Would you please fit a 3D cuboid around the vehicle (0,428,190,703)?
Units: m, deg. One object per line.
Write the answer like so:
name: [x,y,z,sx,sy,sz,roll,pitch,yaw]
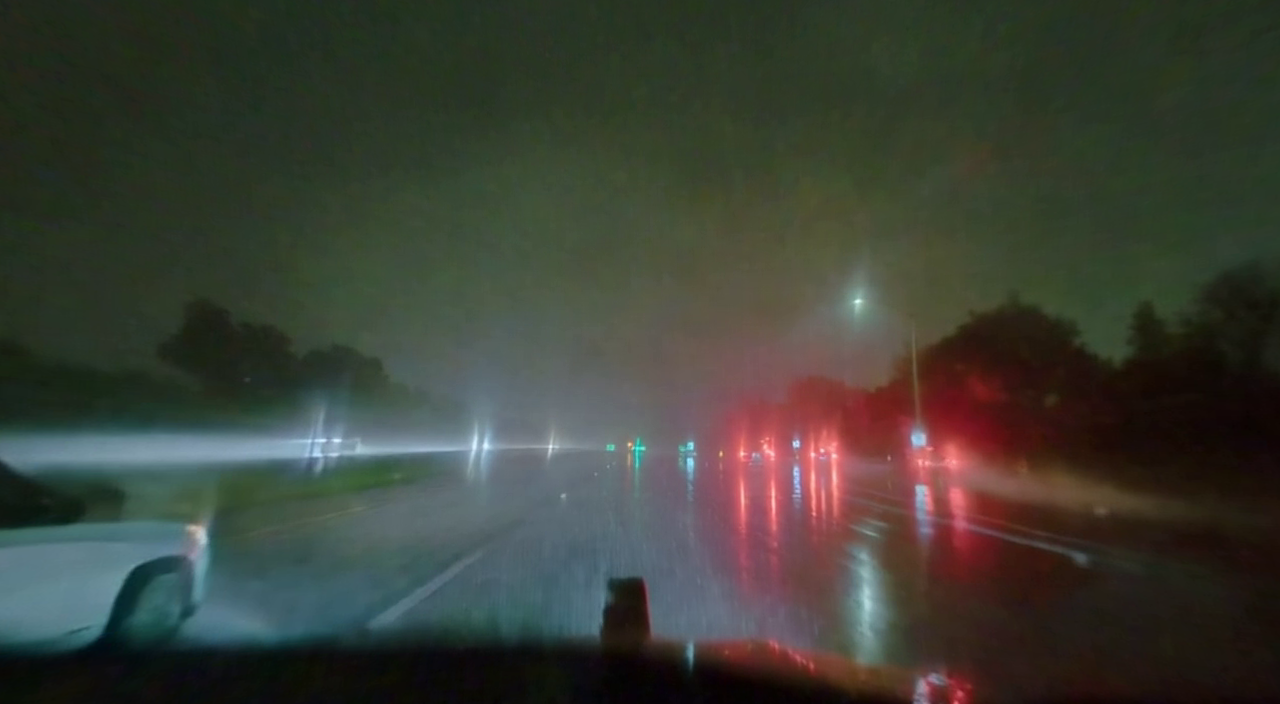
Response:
vehicle: [-3.853,0.969,1.925,1.968,1.504,3.892,0,-8,2]
